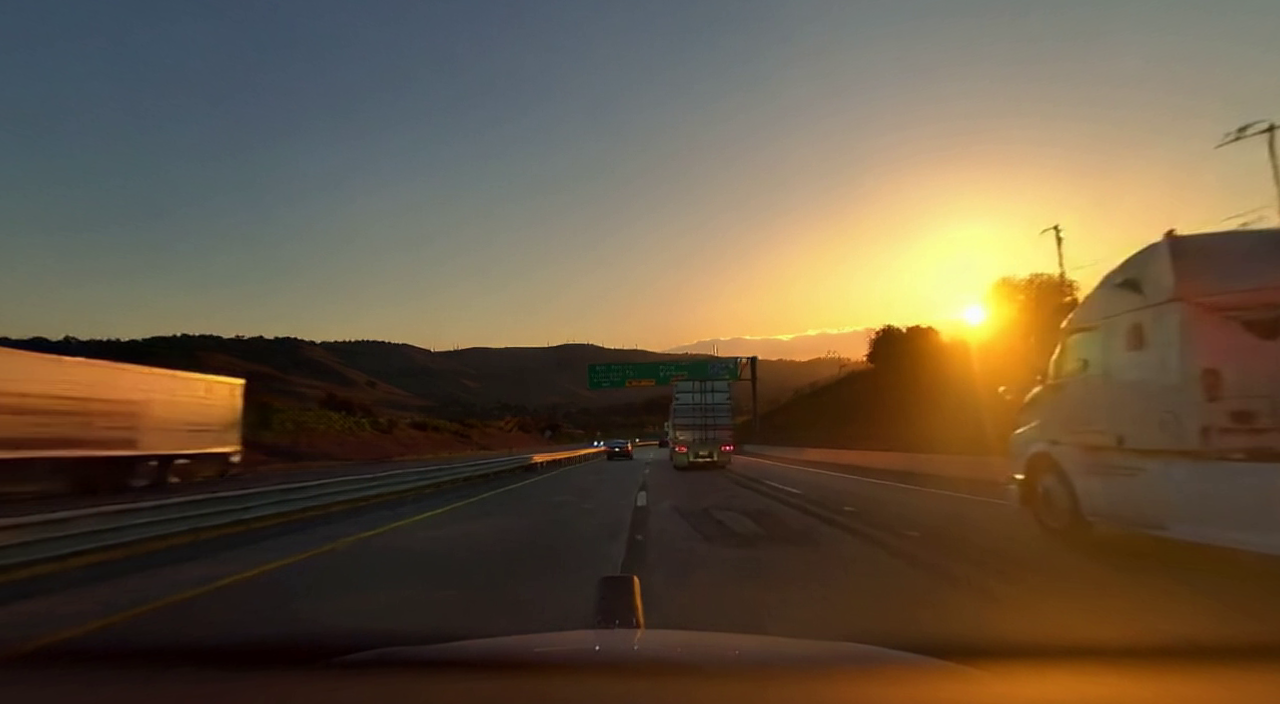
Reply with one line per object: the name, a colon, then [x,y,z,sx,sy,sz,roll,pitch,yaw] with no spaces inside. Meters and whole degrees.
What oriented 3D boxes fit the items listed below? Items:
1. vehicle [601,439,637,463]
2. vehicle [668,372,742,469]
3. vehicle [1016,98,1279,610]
vehicle: [-1.416,6.914,44.335,2.208,1.542,5.138,0,-8,2]
vehicle: [3.021,3.798,33.395,2.966,4.072,13.408,0,-8,2]
vehicle: [6.440,-0.239,3.035,2.946,3.946,10.224,0,-8,0]
